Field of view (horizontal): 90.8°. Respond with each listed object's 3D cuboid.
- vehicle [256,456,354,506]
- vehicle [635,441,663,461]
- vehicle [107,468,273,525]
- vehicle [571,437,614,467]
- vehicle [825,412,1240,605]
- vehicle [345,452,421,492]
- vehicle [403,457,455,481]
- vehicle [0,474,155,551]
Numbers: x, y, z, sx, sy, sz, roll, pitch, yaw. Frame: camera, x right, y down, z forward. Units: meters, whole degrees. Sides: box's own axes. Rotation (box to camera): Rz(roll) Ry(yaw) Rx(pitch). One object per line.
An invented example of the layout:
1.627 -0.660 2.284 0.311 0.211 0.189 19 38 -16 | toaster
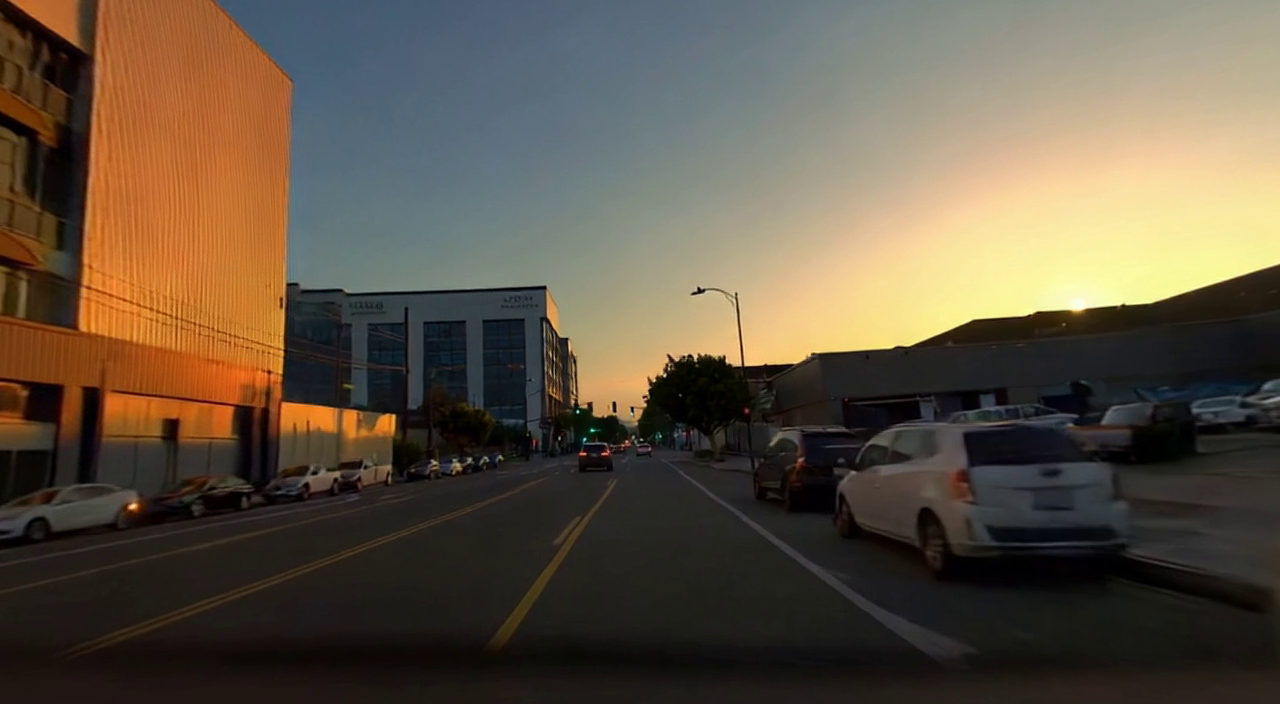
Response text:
-15.102 5.795 28.788 2.020 1.695 4.629 -7 -8 -2 | vehicle
0.672 7.745 49.341 2.099 1.470 4.270 0 -8 0 | vehicle
-15.255 4.889 21.864 2.076 1.518 4.981 -1 -8 0 | vehicle
-3.056 6.563 41.578 2.348 1.831 4.737 0 -8 1 | vehicle
3.788 1.577 7.339 1.839 1.505 4.566 0 -8 -1 | vehicle
-15.102 7.013 37.456 2.124 1.835 5.450 -6 -8 0 | vehicle
-14.811 8.206 44.599 2.049 1.496 4.338 -1 -8 1 | vehicle
-15.171 3.979 16.021 1.883 1.493 4.880 -1 -8 0 | vehicle
